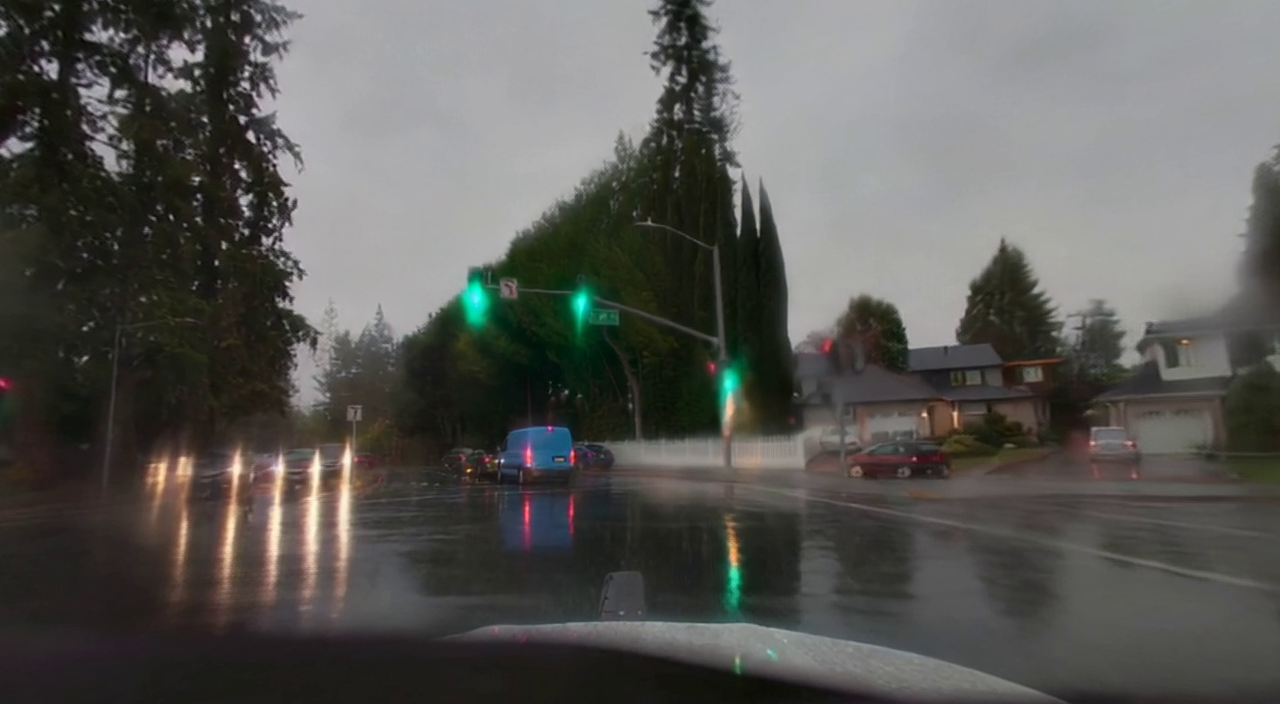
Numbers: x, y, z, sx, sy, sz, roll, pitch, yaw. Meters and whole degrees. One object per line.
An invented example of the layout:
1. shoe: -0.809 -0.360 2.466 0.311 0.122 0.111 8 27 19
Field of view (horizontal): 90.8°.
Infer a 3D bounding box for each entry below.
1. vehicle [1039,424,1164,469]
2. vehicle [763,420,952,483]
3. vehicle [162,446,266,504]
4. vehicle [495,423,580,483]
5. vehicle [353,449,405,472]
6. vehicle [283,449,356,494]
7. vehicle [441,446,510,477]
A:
1. vehicle: 20.589 4.166 28.246 4.268 1.765 1.989 -6 -7 40
2. vehicle: 7.928 3.684 23.588 6.104 2.026 2.514 -8 -12 42
3. vehicle: -14.773 4.221 22.220 2.078 1.783 4.670 4 -9 -23
4. vehicle: -4.184 4.007 25.183 2.213 2.124 4.809 4 -9 -23
5. vehicle: -18.301 7.540 44.270 1.911 1.493 4.291 8 -12 -42
6. vehicle: -11.516 4.256 22.967 1.952 1.461 4.377 3 -9 -22
7. vehicle: -8.396 5.492 31.988 2.008 1.445 4.386 6 -10 -33
